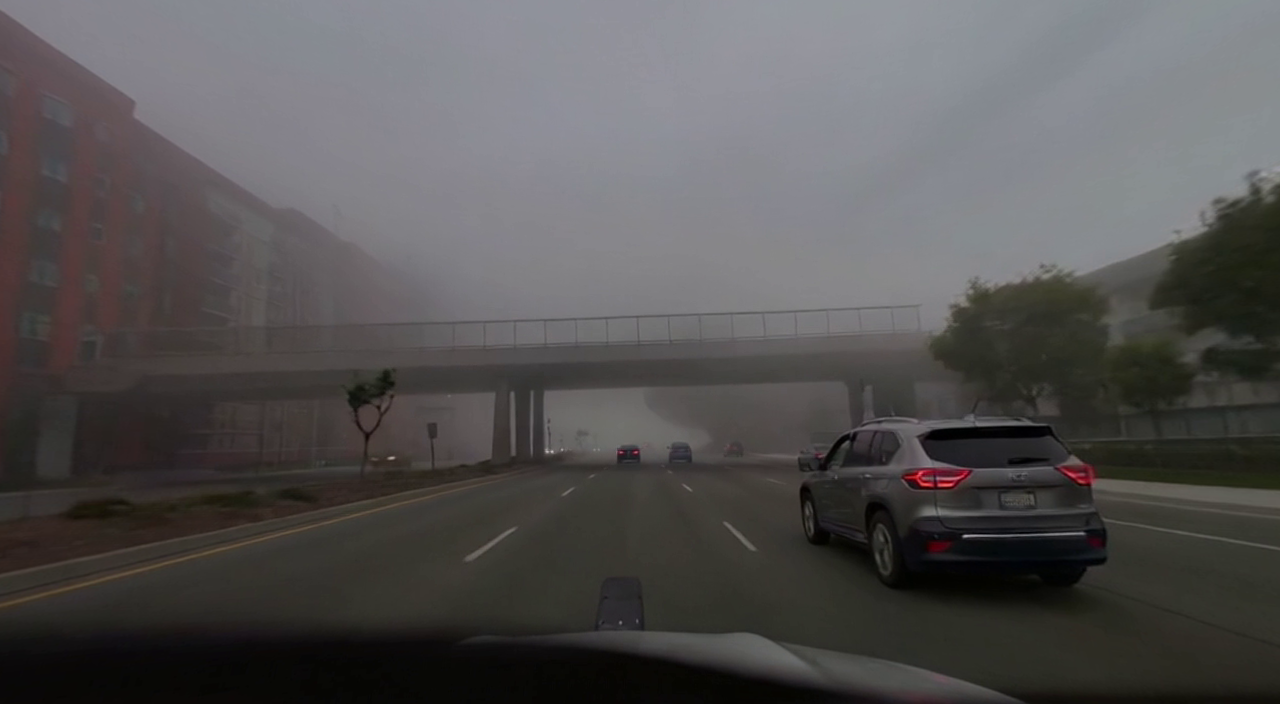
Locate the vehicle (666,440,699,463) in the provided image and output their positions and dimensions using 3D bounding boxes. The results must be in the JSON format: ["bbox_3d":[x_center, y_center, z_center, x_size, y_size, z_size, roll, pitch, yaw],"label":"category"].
[{"bbox_3d":[3.195,7.542,48.008,2.165,1.708,3.928,0,-8,-2],"label":"vehicle"}]

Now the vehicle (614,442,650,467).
[{"bbox_3d":[-0.484,6.542,40.628,2.173,1.498,4.528,0,-8,1],"label":"vehicle"}]

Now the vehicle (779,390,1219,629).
[{"bbox_3d":[3.153,1.494,7.036,2.130,1.741,4.665,0,-8,0],"label":"vehicle"}]
